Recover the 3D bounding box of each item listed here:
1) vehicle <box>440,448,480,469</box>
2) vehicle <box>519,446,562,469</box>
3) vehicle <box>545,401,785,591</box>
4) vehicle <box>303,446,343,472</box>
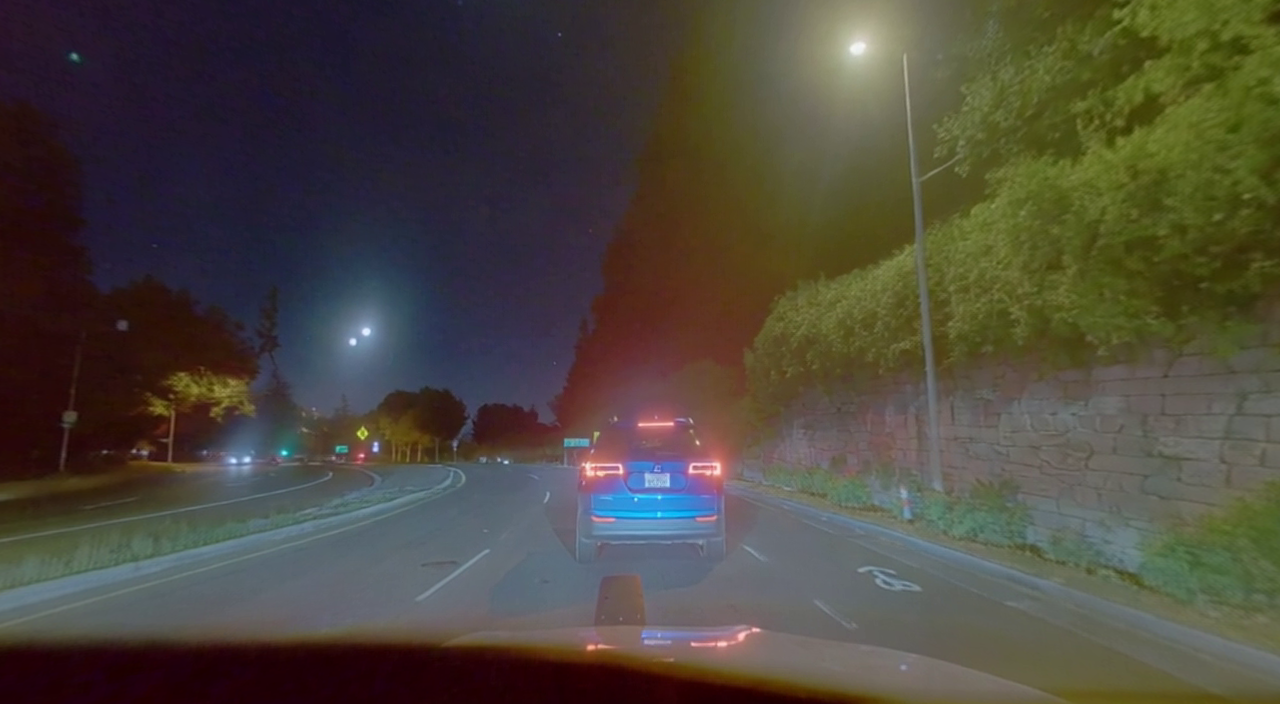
[{"bbox_3d":[-13.421,7.863,46.948,2.023,1.474,4.286,4,-9,-26],"label":"vehicle"},{"bbox_3d":[-6.957,7.253,43.878,1.932,1.488,4.578,3,-9,-21],"label":"vehicle"},{"bbox_3d":[0.067,1.669,8.205,2.287,1.762,4.269,1,-8,-5],"label":"vehicle"},{"bbox_3d":[-22.383,7.509,44.568,2.317,1.695,4.538,4,-9,-27],"label":"vehicle"}]
